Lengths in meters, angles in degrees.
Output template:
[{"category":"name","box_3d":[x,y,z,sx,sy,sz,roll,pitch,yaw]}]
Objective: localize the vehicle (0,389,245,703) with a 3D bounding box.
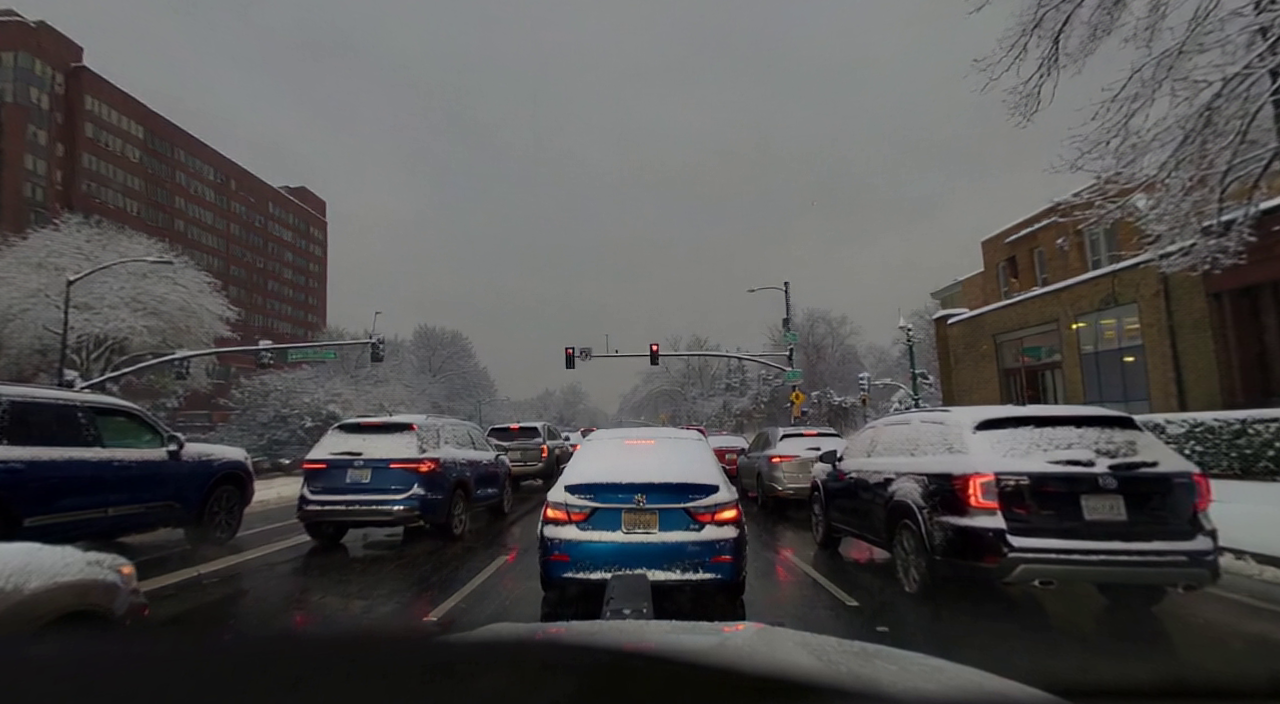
[{"category":"vehicle","box_3d":[-3.398,0.747,1.240,2.144,1.505,4.635,-1,-9,1]}]

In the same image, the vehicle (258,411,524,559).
[{"category":"vehicle","box_3d":[-3.366,1.914,9.788,2.168,1.719,4.561,-1,-9,1]}]

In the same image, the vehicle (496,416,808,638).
[{"category":"vehicle","box_3d":[0.081,1.506,6.391,2.147,1.507,3.953,0,-8,0]}]

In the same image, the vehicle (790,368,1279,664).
[{"category":"vehicle","box_3d":[3.073,1.311,6.075,2.108,1.785,4.334,0,-9,-1]}]
